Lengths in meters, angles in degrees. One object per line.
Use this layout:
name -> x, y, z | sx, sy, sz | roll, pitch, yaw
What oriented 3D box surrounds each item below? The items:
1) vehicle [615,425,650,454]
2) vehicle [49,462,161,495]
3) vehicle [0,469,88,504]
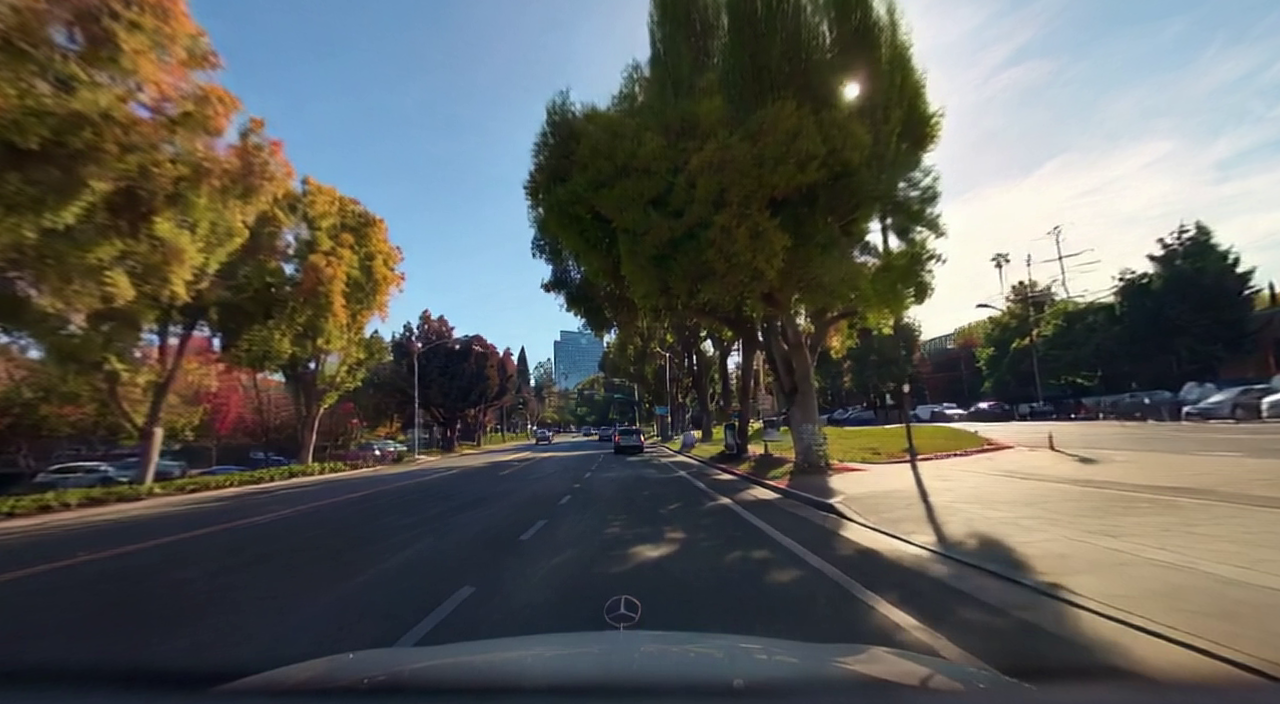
vehicle -> -0.569, 5.846, 42.141 | 2.228, 1.790, 4.180 | 0, -8, -2
vehicle -> -30.205, 7.146, 35.779 | 4.497, 1.590, 2.029 | 0, -6, 1
vehicle -> -29.769, 6.456, 30.548 | 3.921, 1.526, 2.156 | 1, -8, -6
